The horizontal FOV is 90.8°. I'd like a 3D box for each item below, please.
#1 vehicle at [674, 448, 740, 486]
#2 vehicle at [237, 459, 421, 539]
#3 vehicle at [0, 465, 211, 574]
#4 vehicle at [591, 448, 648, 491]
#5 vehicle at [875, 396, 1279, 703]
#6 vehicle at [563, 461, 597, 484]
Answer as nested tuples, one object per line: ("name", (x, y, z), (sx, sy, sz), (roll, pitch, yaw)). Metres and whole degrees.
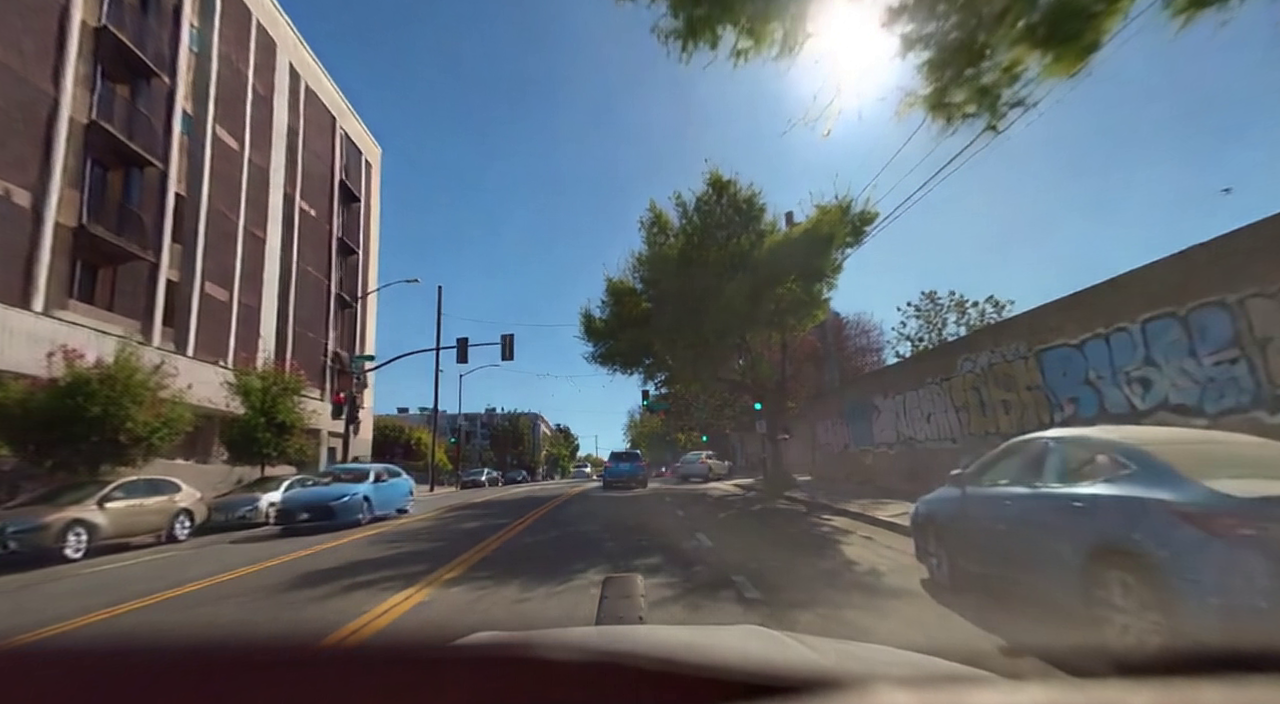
("vehicle", (3.464, 5.735, 31.928), (2.207, 1.761, 4.292), (-4, -9, 22))
("vehicle", (-6.677, 3.165, 14.205), (2.040, 1.402, 4.237), (0, -8, -1))
("vehicle", (-11.030, 3.249, 12.803), (1.822, 1.639, 4.144), (-4, -8, 0))
("vehicle", (-0.823, 4.843, 26.403), (2.166, 1.579, 4.300), (0, -8, -1))
("vehicle", (4.063, 1.451, 5.702), (2.025, 1.758, 4.463), (0, -8, -2))
("vehicle", (-4.346, 8.800, 46.337), (2.095, 1.447, 4.202), (0, -8, 0))
